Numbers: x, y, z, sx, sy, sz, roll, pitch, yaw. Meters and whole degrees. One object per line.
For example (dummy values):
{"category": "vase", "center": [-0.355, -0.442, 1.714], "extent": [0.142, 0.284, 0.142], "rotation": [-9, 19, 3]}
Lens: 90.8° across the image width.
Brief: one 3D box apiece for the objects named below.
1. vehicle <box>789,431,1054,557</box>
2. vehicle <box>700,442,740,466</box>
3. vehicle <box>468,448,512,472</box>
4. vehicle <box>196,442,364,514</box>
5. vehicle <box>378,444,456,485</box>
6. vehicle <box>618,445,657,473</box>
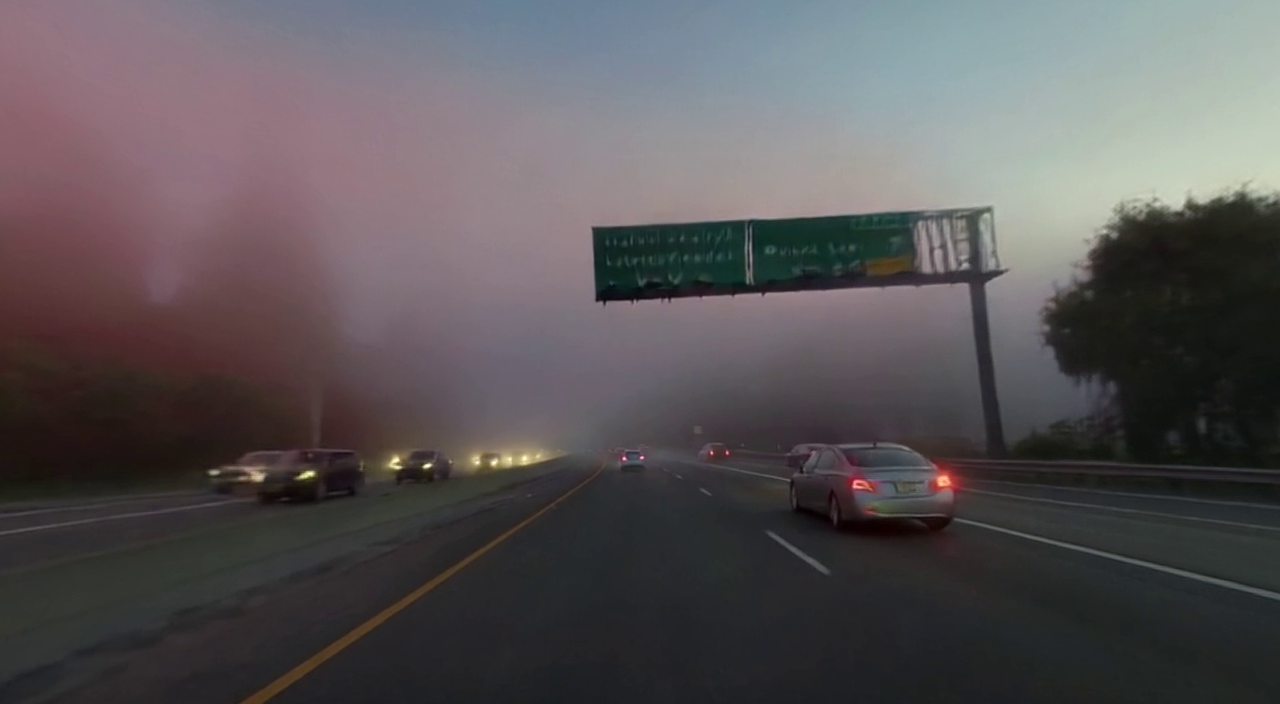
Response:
{"category": "vehicle", "center": [3.925, 2.039, 9.847], "extent": [1.972, 1.488, 4.335], "rotation": [0, -9, -3]}
{"category": "vehicle", "center": [5.789, 7.373, 45.954], "extent": [2.094, 1.652, 3.955], "rotation": [1, -9, -5]}
{"category": "vehicle", "center": [-10.201, 7.370, 43.338], "extent": [1.924, 1.466, 4.808], "rotation": [0, -9, -2]}
{"category": "vehicle", "center": [-9.591, 3.343, 17.371], "extent": [2.082, 1.698, 4.357], "rotation": [0, -8, -1]}
{"category": "vehicle", "center": [-10.240, 5.152, 29.386], "extent": [2.017, 1.735, 4.581], "rotation": [0, -8, -1]}
{"category": "vehicle", "center": [-0.213, 6.251, 37.069], "extent": [2.090, 1.510, 4.280], "rotation": [0, -8, -3]}
